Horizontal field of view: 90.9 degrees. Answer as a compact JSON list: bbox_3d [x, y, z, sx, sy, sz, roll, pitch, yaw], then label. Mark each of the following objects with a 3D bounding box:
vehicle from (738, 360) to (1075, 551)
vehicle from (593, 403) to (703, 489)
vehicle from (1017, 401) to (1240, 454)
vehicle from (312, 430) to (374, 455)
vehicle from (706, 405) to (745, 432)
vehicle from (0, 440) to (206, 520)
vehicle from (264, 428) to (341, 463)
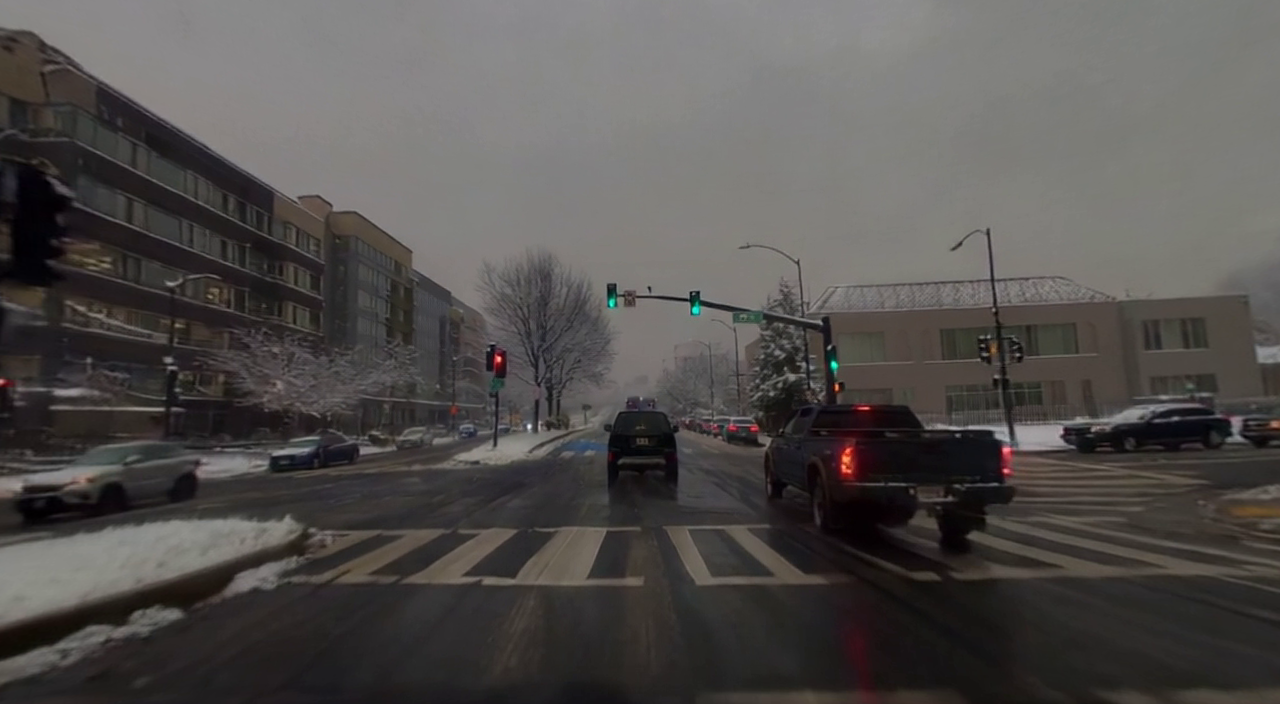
[{"bbox_3d":[3.373,1.557,10.072,2.487,2.048,6.443,0,-8,-1],"label":"vehicle"},{"bbox_3d":[0.121,2.265,15.309,2.283,1.773,4.255,0,-9,-1],"label":"vehicle"},{"bbox_3d":[14.312,2.270,18.722,4.872,1.472,2.136,0,-9,-2],"label":"vehicle"},{"bbox_3d":[-19.661,6.033,42.008,1.871,1.546,4.792,0,-9,0],"label":"vehicle"},{"bbox_3d":[6.510,5.161,48.644,2.279,1.818,4.961,0,-9,-1],"label":"vehicle"},{"bbox_3d":[-13.509,3.103,15.892,2.062,1.697,4.321,0,-9,-1],"label":"vehicle"},{"bbox_3d":[-19.573,5.474,36.829,2.060,1.867,4.626,0,-9,-2],"label":"vehicle"}]
